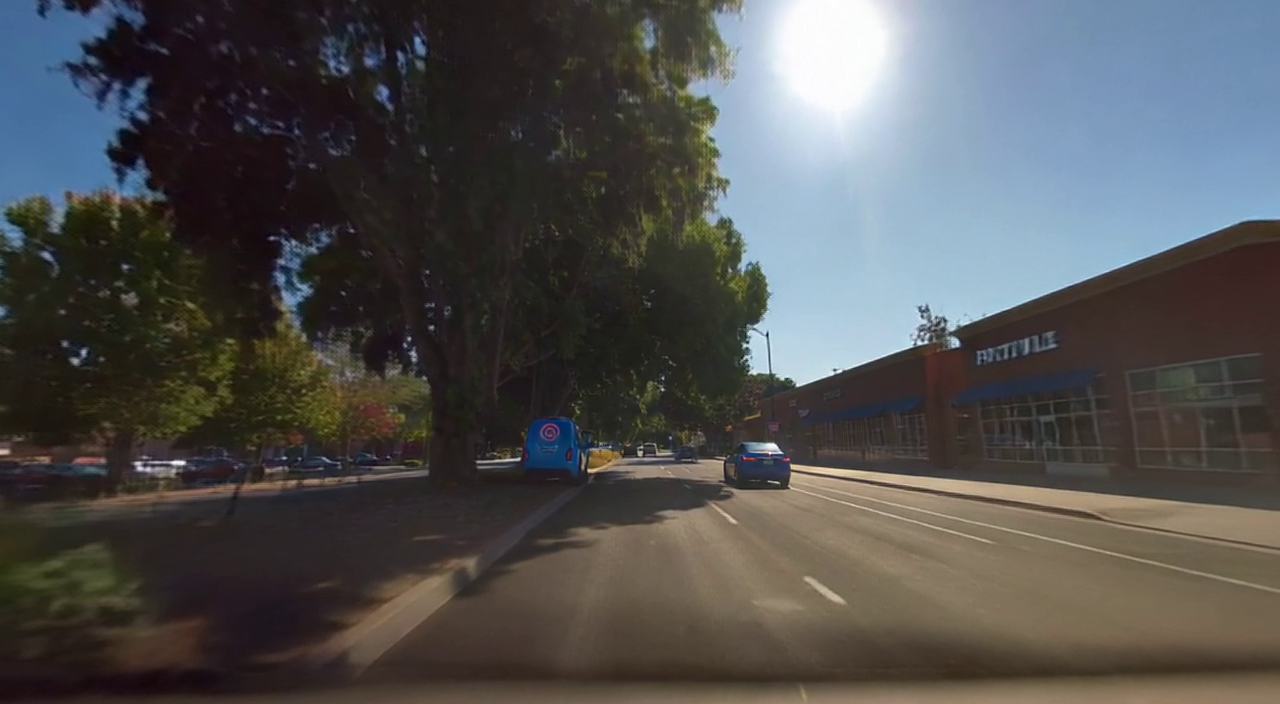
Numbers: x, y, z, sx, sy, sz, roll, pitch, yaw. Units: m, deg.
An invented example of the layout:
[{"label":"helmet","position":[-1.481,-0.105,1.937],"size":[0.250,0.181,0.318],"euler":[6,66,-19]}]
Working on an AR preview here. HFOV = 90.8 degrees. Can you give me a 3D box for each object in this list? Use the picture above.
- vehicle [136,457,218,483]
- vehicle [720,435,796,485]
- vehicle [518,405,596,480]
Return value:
[{"label":"vehicle","position":[-31.517,8.039,43.132],"size":[4.225,1.449,1.819],"euler":[1,-9,-27]},{"label":"vehicle","position":[4.256,3.976,23.486],"size":[1.869,1.646,4.166],"euler":[0,-9,-2]},{"label":"vehicle","position":[-3.333,3.845,26.680],"size":[2.443,2.784,5.862],"euler":[0,-9,0]}]
